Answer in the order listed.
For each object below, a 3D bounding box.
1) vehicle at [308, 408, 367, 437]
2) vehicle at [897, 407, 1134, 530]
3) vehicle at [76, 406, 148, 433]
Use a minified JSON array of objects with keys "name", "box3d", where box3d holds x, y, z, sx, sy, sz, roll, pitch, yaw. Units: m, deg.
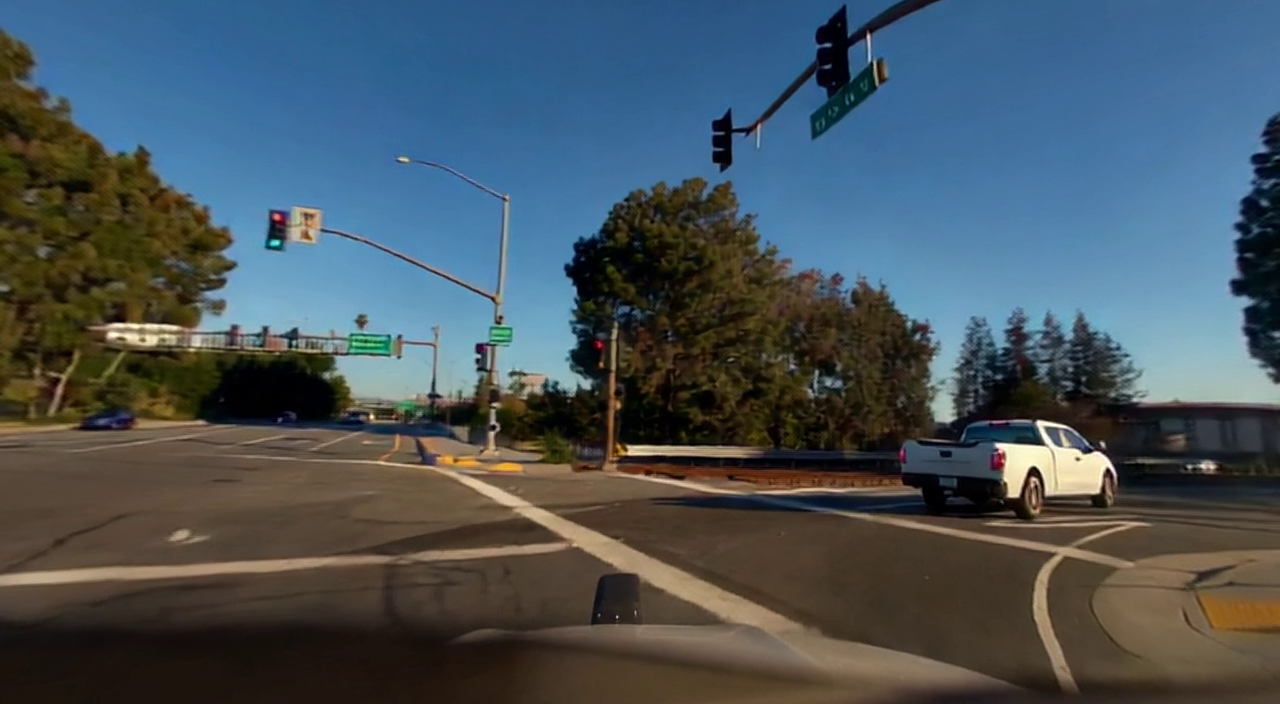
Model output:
[{"name":"vehicle","box3d":[-16.712,3.994,35.172,2.004,1.482,4.799,2,-8,-14]},{"name":"vehicle","box3d":[7.612,2.190,12.588,5.251,1.926,2.404,7,-10,-41]},{"name":"vehicle","box3d":[-30.299,3.943,36.390,1.838,1.434,4.036,3,-8,-20]}]
